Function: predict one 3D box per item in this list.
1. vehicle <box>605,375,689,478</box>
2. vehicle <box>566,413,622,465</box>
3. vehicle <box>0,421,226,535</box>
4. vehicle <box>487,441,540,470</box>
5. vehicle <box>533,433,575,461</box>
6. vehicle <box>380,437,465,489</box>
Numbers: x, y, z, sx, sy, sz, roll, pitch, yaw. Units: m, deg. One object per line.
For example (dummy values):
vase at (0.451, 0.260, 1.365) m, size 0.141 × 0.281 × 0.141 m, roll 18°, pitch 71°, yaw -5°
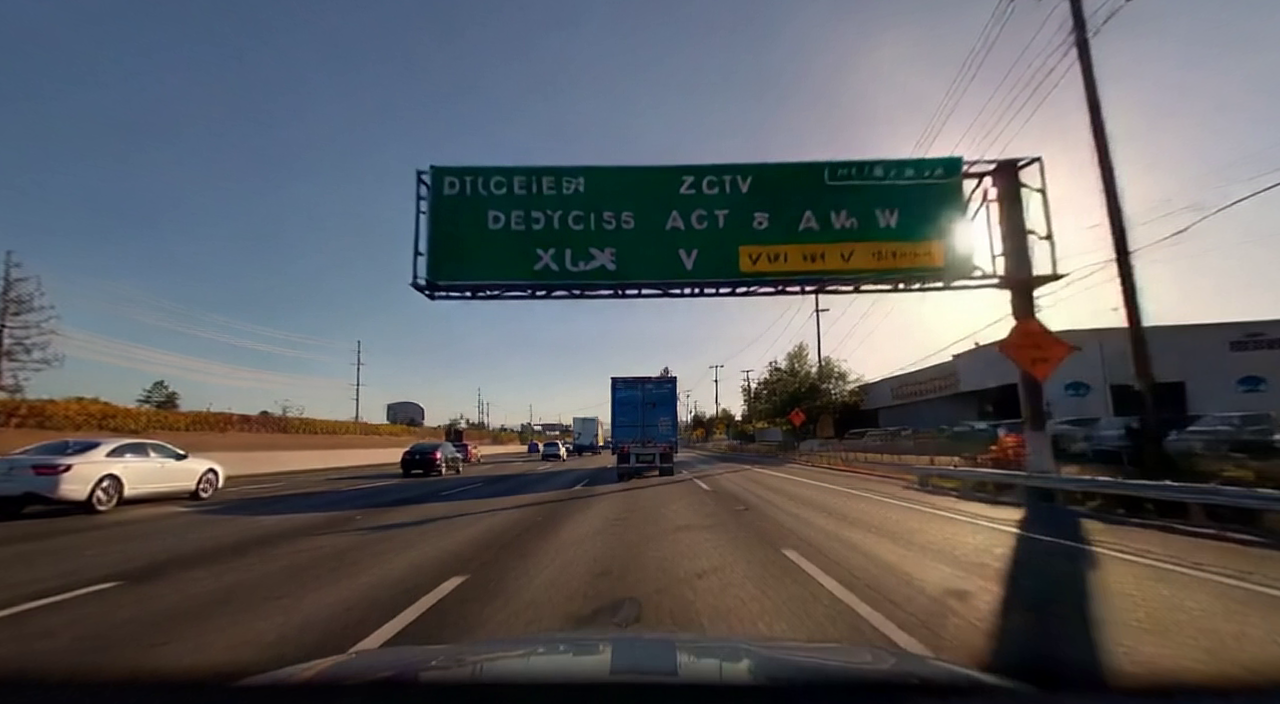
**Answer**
vehicle at (0.166, 3.353, 27.050) m, size 2.941 × 3.604 × 9.851 m, roll 0°, pitch -9°, yaw -1°
vehicle at (-3.233, 6.949, 49.619) m, size 2.816 × 3.434 × 16.412 m, roll -1°, pitch -9°, yaw 1°
vehicle at (-10.872, 2.359, 12.427) m, size 2.046 × 1.779 × 4.752 m, roll 0°, pitch -9°, yaw 2°
vehicle at (-6.770, 5.596, 34.289) m, size 1.933 × 1.459 × 4.478 m, roll 0°, pitch -9°, yaw 1°
vehicle at (-6.593, 7.396, 49.041) m, size 2.245 × 2.074 × 5.791 m, roll 0°, pitch -9°, yaw 2°
vehicle at (-7.033, 3.598, 20.663) m, size 1.736 × 1.580 × 2.778 m, roll 0°, pitch -9°, yaw 1°
